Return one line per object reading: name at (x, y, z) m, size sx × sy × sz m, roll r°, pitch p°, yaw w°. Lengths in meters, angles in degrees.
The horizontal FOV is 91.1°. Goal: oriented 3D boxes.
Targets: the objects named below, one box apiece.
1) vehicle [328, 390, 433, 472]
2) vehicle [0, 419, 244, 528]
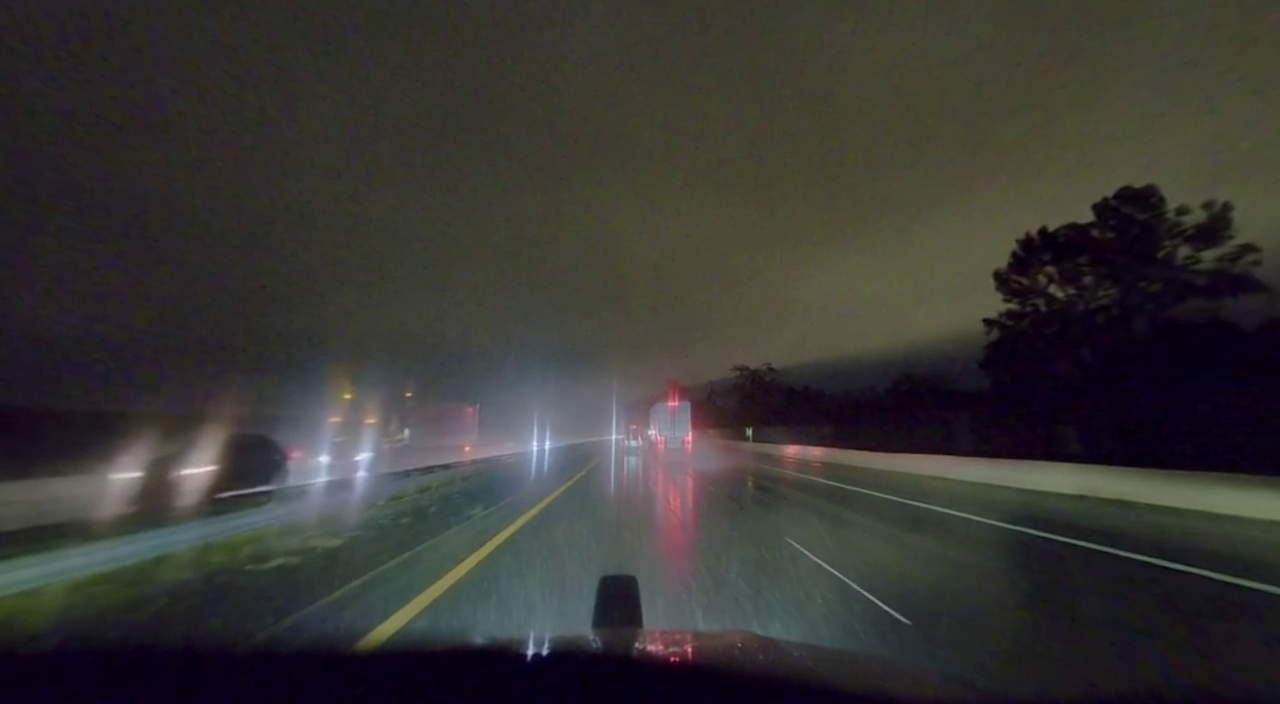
vehicle at (-13.616, 4.230, 33.666) m, size 2.984 × 3.955 × 6.098 m, roll 0°, pitch -8°, yaw -1°
vehicle at (-10.931, 2.443, 13.338) m, size 2.007 × 1.888 × 4.537 m, roll 0°, pitch -8°, yaw 0°
